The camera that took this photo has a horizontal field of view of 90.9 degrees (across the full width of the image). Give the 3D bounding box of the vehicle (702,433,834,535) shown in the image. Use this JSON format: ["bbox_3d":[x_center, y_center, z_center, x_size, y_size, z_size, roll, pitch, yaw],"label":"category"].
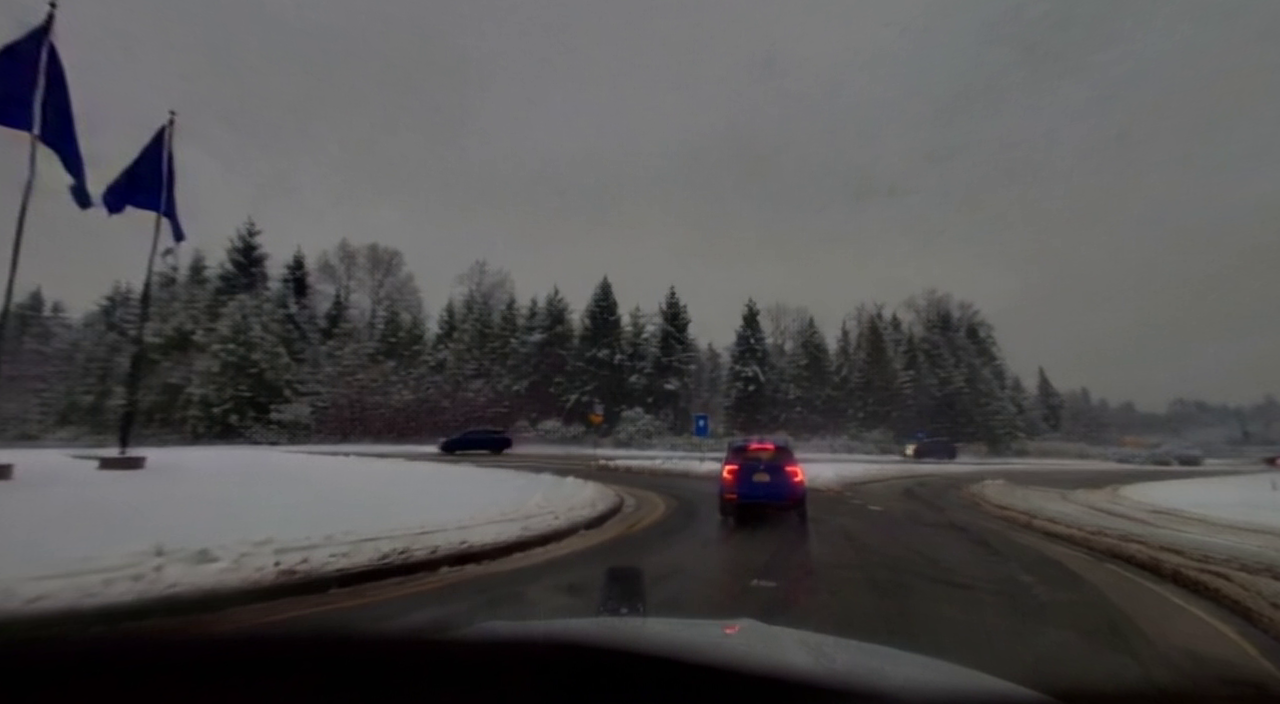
[{"bbox_3d":[2.458,2.478,12.310,2.078,1.607,4.010,-2,-10,11],"label":"vehicle"}]

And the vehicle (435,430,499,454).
[{"bbox_3d":[-11.746,6.169,42.886,4.045,1.569,1.781,2,-10,-15],"label":"vehicle"}]
